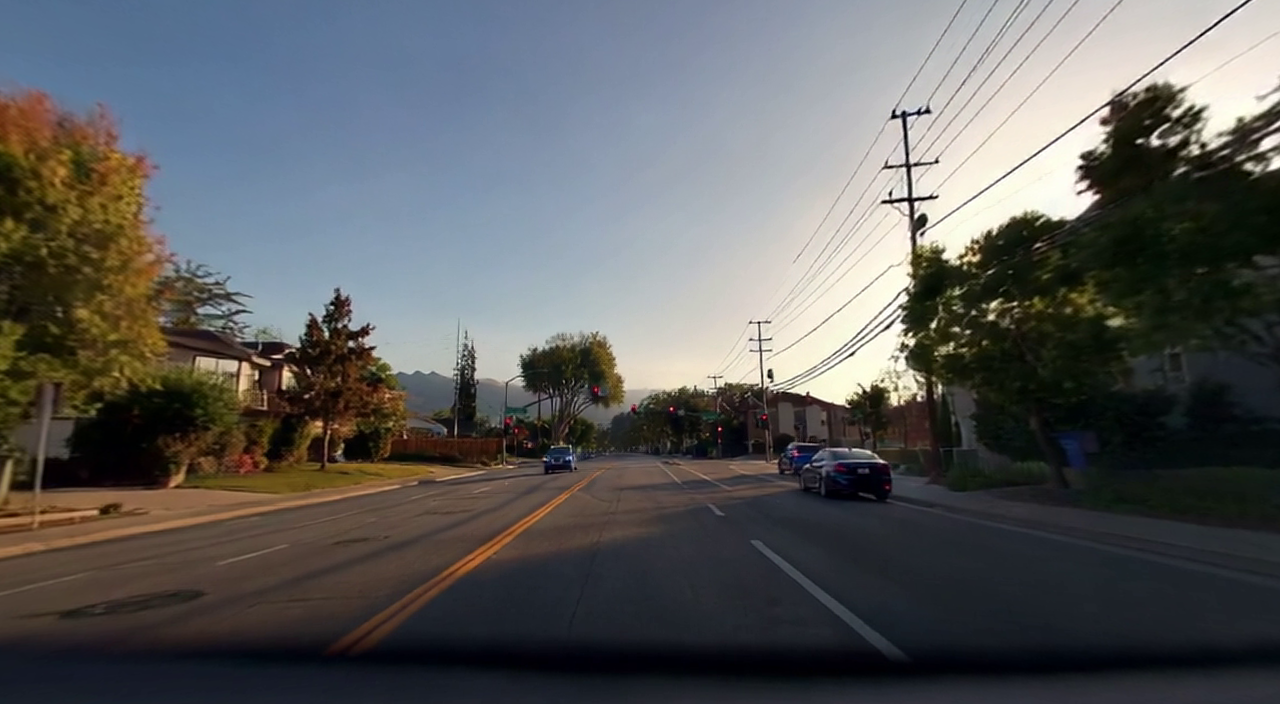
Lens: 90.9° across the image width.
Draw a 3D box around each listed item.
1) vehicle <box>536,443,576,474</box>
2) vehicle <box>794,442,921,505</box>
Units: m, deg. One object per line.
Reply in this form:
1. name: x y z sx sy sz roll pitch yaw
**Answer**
1. vehicle: -5.189 6.667 39.592 2.012 1.778 4.990 0 -9 -2
2. vehicle: 5.773 3.253 17.373 2.040 1.475 4.389 -1 -9 2
